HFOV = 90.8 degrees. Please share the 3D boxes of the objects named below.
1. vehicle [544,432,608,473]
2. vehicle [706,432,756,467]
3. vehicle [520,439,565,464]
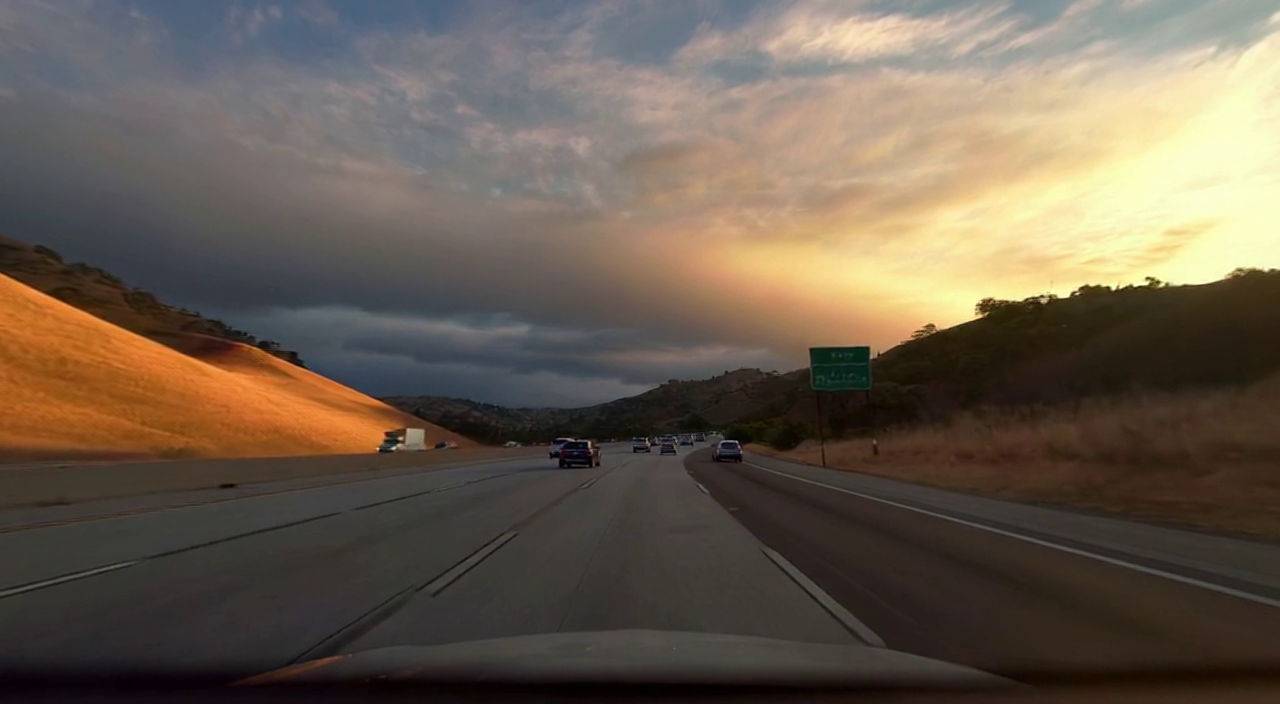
[{"bbox_3d":[-2.798,4.550,28.865,2.166,1.700,4.661,-1,-8,4],"label":"vehicle"},{"bbox_3d":[4.980,5.416,35.237,2.164,1.788,4.500,0,-8,1],"label":"vehicle"},{"bbox_3d":[-6.254,6.398,40.922,1.975,1.520,4.390,-1,-8,3],"label":"vehicle"}]
